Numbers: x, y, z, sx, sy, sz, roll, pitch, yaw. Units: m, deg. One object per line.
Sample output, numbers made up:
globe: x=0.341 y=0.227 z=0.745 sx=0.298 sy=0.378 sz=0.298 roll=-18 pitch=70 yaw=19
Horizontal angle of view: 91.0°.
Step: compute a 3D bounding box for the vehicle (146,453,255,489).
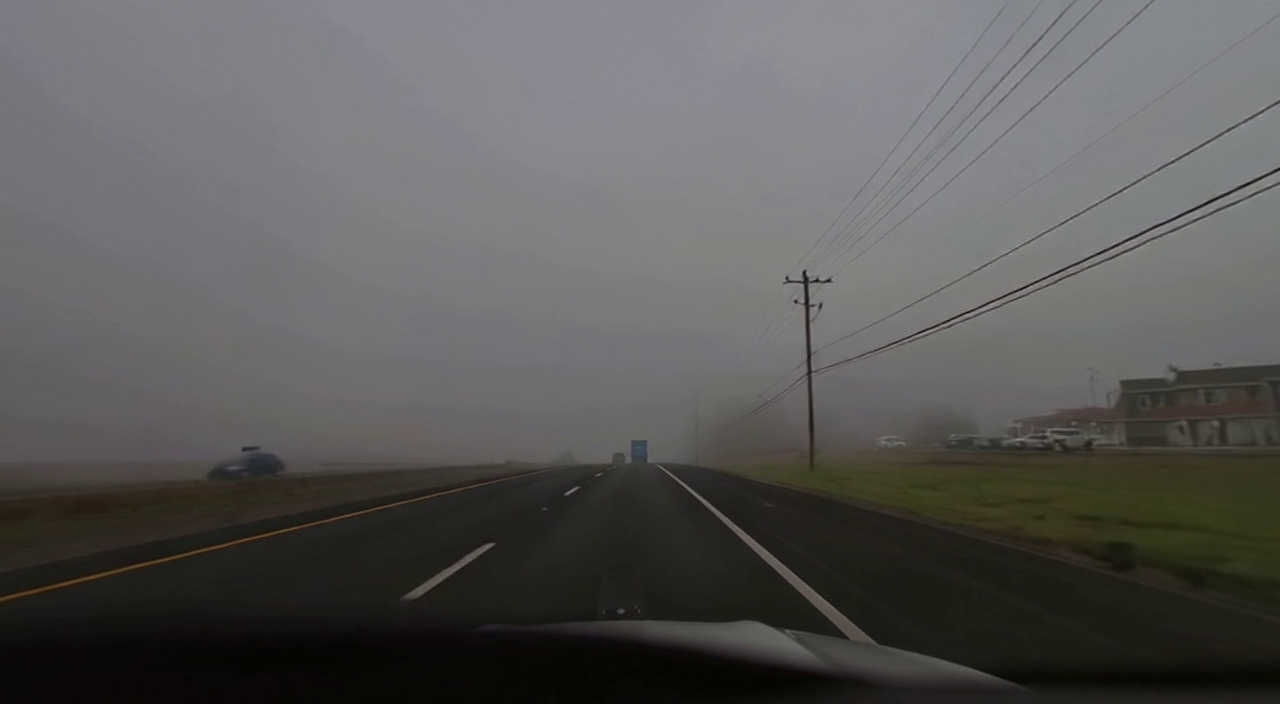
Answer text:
vehicle: x=-21.311 y=5.758 z=30.821 sx=1.956 sy=1.524 sz=4.614 roll=0 pitch=-9 yaw=1
